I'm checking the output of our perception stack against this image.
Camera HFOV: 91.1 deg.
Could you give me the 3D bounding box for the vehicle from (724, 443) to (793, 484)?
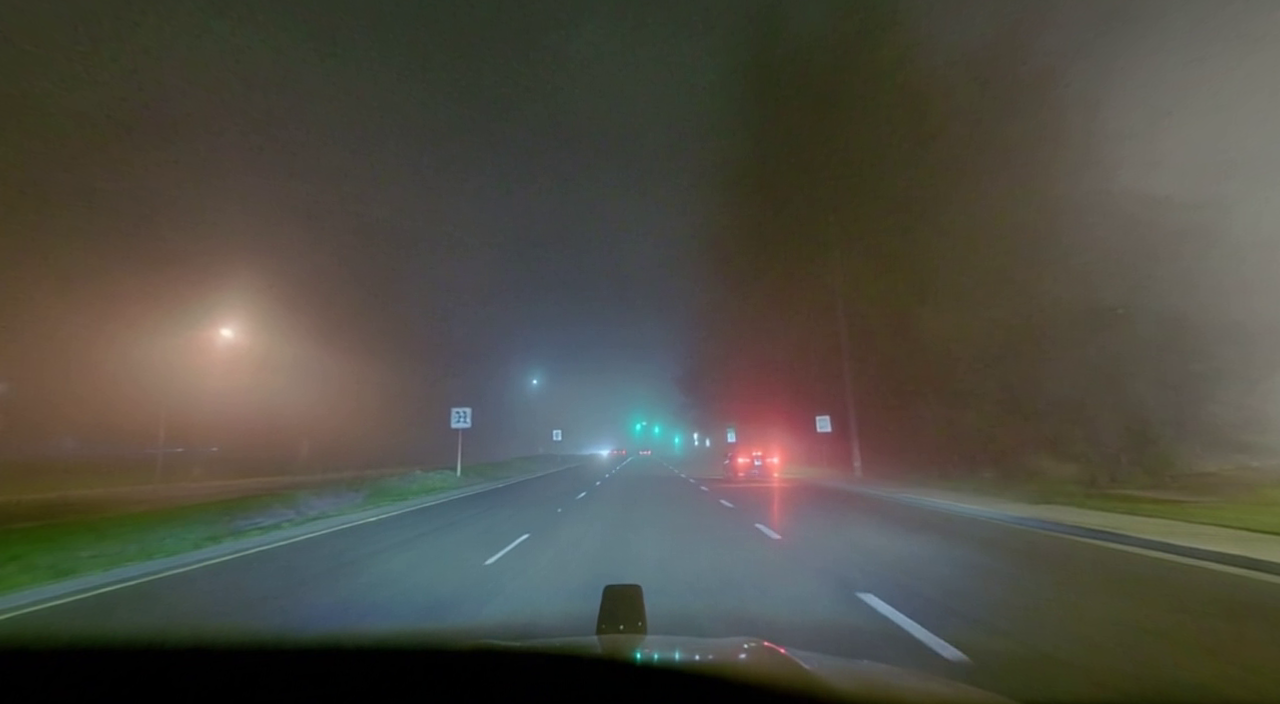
[{"bbox_3d":[4.701,4.481,25.590,1.913,1.516,4.322,0,-9,-1],"label":"vehicle"}]
